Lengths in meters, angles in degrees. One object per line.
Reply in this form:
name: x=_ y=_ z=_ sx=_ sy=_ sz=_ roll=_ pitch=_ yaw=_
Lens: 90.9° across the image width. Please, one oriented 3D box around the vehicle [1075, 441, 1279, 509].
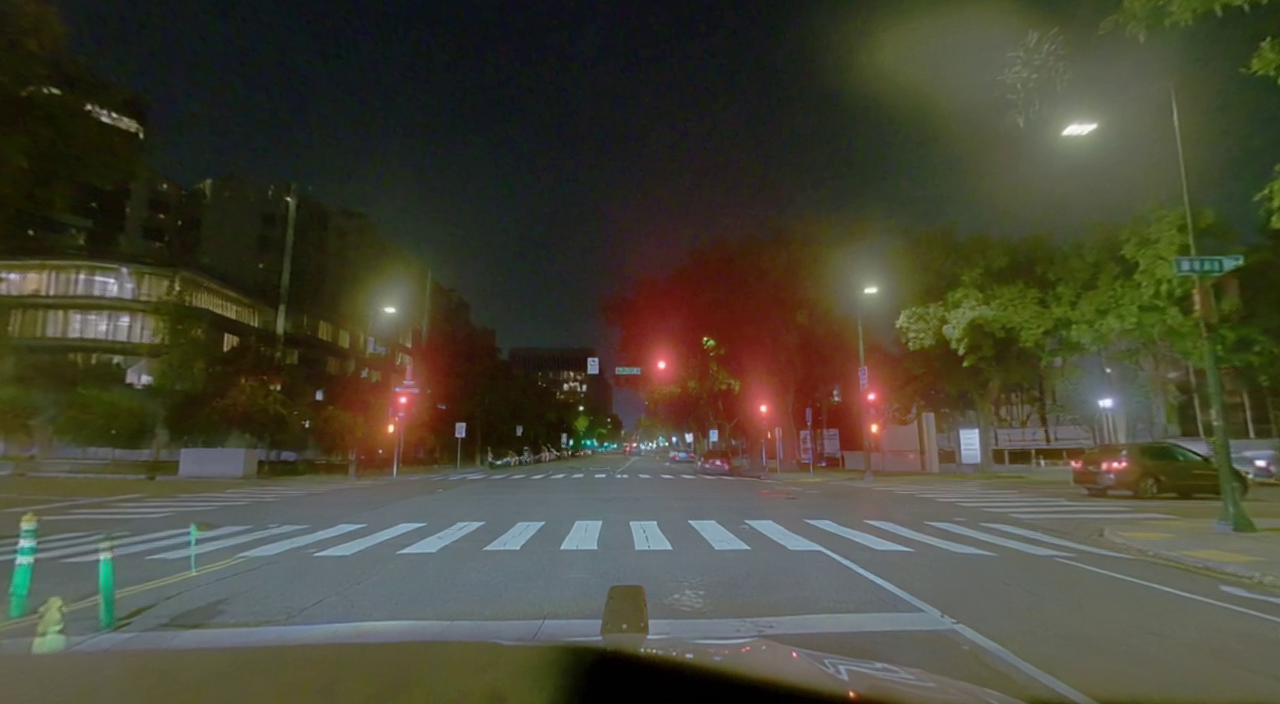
vehicle: x=12.997 y=2.796 z=14.562 sx=4.424 sy=1.436 sz=1.804 roll=-1 pitch=-9 yaw=5
